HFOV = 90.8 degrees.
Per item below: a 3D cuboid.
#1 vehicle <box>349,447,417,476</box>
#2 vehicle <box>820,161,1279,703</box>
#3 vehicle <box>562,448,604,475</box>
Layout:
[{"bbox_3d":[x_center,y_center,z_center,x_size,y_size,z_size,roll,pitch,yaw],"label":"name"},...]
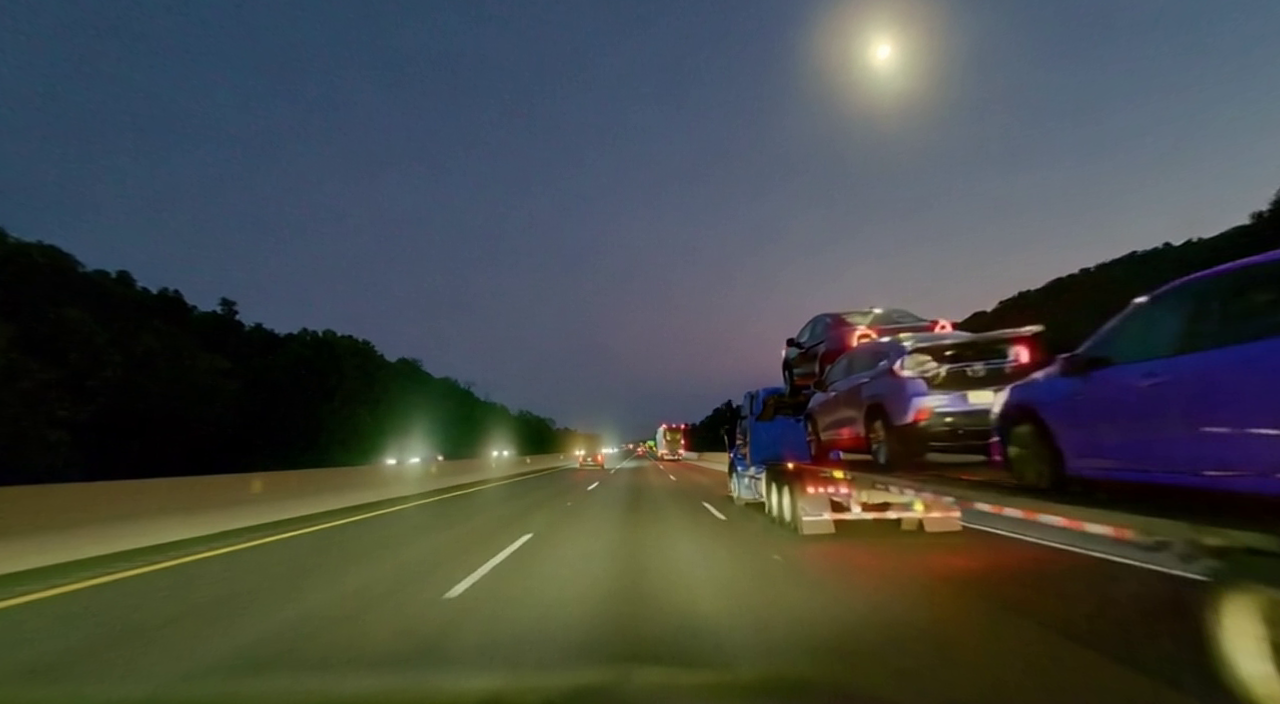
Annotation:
[{"bbox_3d":[-14.969,6.409,37.069,2.036,1.561,4.605,0,-9,1],"label":"vehicle"},{"bbox_3d":[3.770,0.427,2.996,2.800,2.053,9.751,0,-9,-1],"label":"vehicle"},{"bbox_3d":[-3.346,6.564,37.949,2.091,1.522,4.301,0,-9,0],"label":"vehicle"}]
